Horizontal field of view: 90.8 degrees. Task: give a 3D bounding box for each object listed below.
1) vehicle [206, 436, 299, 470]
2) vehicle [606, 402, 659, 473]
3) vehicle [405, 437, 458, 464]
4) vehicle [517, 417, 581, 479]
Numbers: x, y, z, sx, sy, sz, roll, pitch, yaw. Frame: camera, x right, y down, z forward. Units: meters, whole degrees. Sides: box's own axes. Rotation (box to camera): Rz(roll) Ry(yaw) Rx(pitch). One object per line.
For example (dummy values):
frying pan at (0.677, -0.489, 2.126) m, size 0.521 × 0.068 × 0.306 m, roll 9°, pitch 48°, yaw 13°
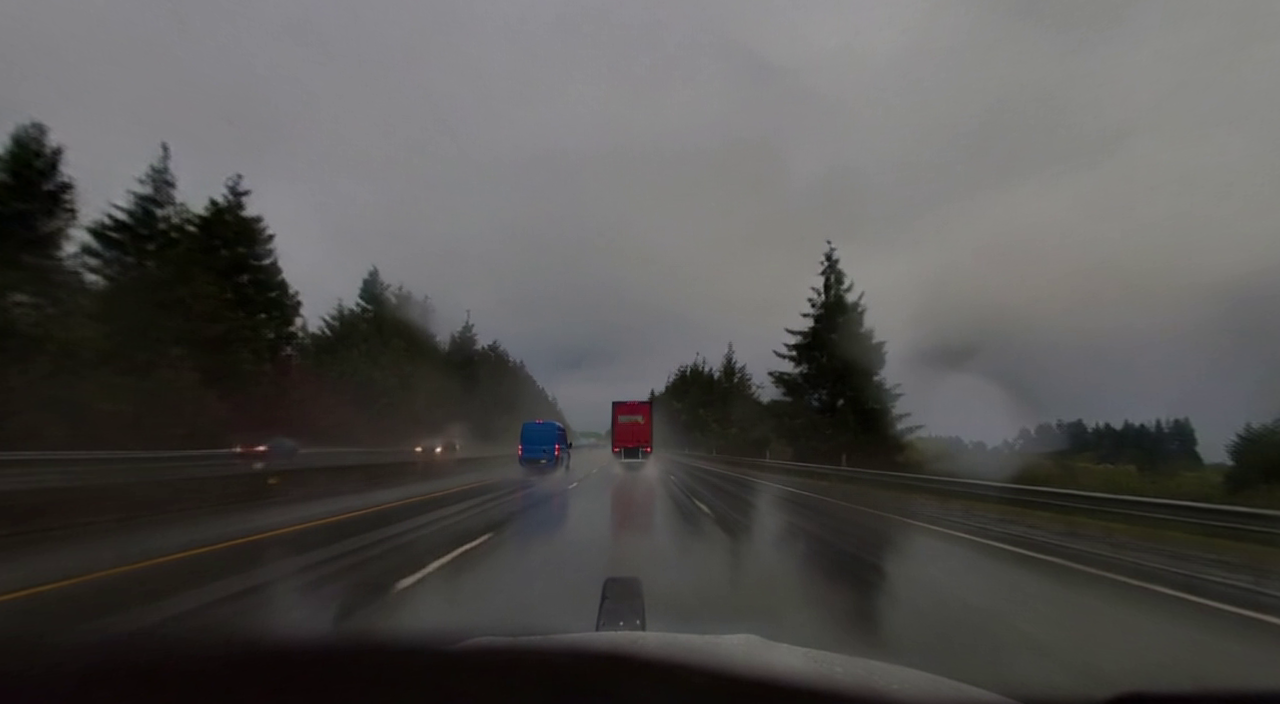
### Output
vehicle at (-18.176, 4.766, 29.852) m, size 1.840 × 1.466 × 4.037 m, roll 0°, pitch -9°, yaw -1°
vehicle at (-0.449, 5.659, 41.004) m, size 2.995 × 4.036 × 10.311 m, roll 0°, pitch -9°, yaw -1°
vehicle at (-13.335, 6.359, 40.553) m, size 1.994 × 1.636 × 4.057 m, roll 0°, pitch -9°, yaw 0°
vehicle at (-4.414, 4.849, 31.659) m, size 2.357 × 2.786 × 6.144 m, roll 0°, pitch -9°, yaw -1°
